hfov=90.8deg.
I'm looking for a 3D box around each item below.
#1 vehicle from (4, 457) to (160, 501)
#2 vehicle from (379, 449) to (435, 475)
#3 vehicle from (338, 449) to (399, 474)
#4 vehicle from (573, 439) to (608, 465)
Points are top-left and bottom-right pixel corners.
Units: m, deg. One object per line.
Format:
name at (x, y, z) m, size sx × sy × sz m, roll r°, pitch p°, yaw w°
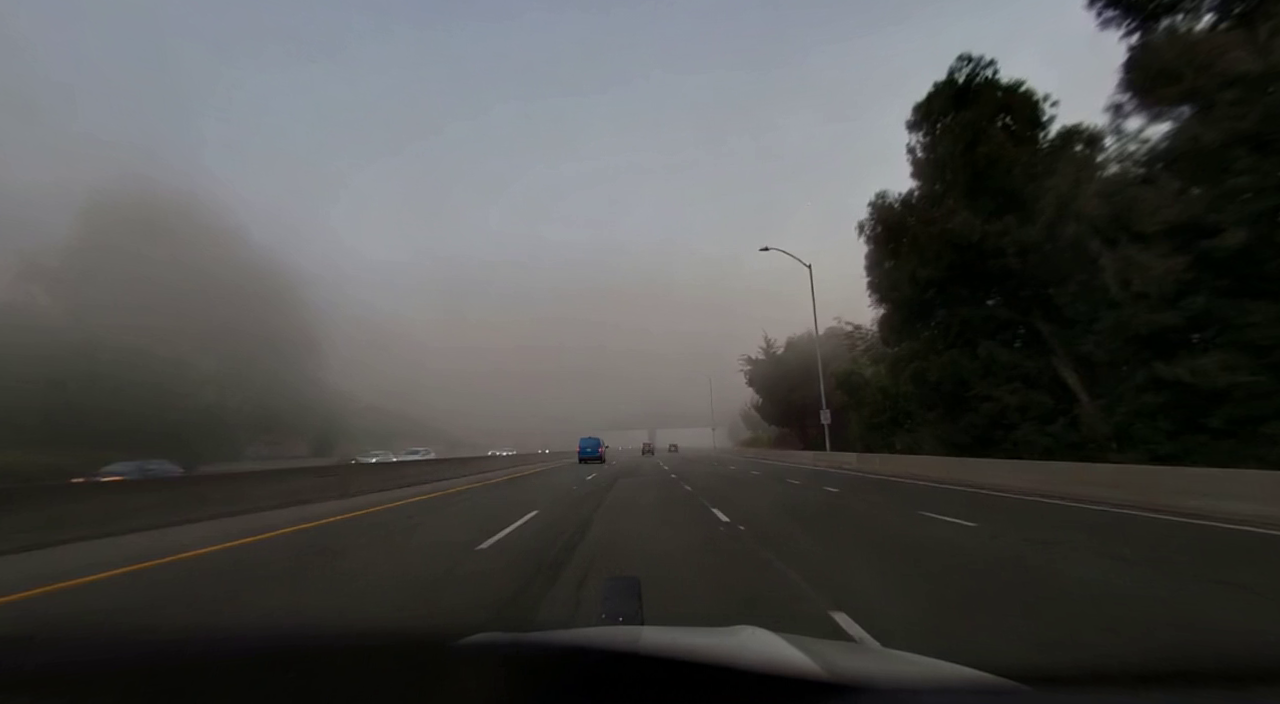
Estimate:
vehicle at (-21.801, 4.939, 24.990) m, size 1.825 × 1.456 × 4.658 m, roll 0°, pitch -8°, yaw 2°
vehicle at (-13.655, 6.454, 37.234) m, size 1.778 × 1.420 × 3.595 m, roll 0°, pitch -8°, yaw 2°
vehicle at (-17.630, 7.112, 41.295) m, size 1.879 × 1.478 × 4.518 m, roll 0°, pitch -8°, yaw 2°
vehicle at (-3.459, 7.105, 45.002) m, size 2.031 × 1.704 × 4.435 m, roll 0°, pitch -8°, yaw 2°
